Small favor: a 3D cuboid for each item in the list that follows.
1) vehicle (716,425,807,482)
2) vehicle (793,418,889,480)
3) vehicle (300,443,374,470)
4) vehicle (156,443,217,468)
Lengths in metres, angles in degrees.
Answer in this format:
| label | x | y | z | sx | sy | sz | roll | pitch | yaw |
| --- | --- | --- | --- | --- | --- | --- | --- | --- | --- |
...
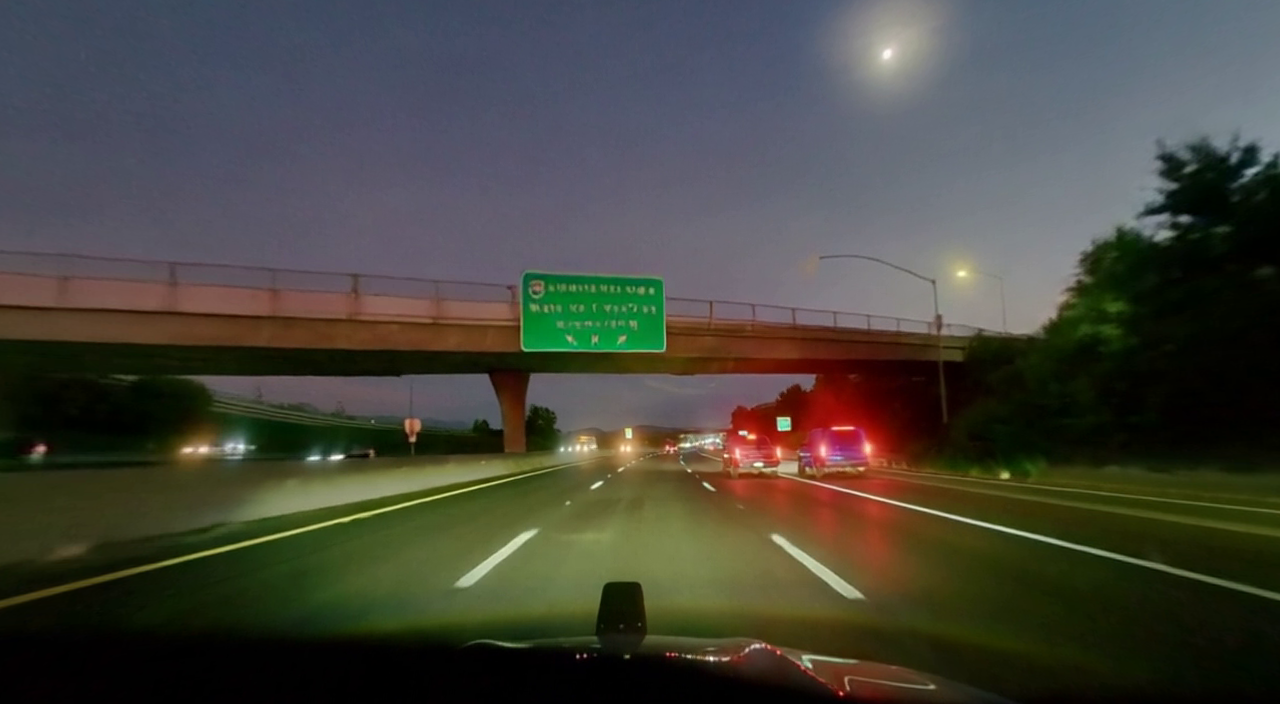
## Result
| label | x | y | z | sx | sy | sz | roll | pitch | yaw |
| --- | --- | --- | --- | --- | --- | --- | --- | --- | --- |
| vehicle | 4.648 | 4.005 | 25.137 | 2.505 | 2.020 | 5.532 | 0 | -9 | 0 |
| vehicle | 8.228 | 4.085 | 26.542 | 2.229 | 2.317 | 5.399 | 0 | -9 | 0 |
| vehicle | -17.811 | 6.146 | 37.333 | 1.868 | 1.445 | 4.740 | 0 | -9 | 2 |
| vehicle | -32.731 | 7.440 | 45.718 | 2.095 | 1.686 | 4.669 | 2 | -9 | -17 |
